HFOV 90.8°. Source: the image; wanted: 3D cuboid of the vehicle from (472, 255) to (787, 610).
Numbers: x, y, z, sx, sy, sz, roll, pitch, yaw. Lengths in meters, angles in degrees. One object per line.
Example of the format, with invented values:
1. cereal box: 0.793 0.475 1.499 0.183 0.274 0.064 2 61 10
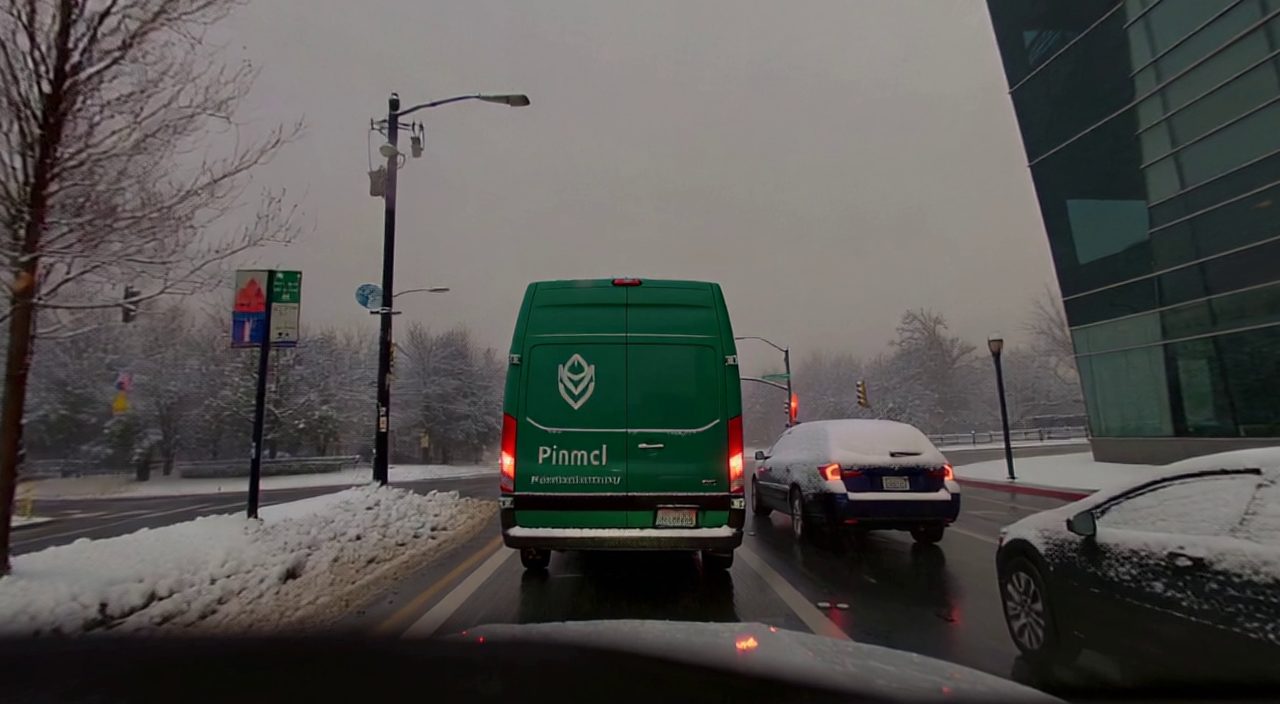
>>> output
1. vehicle: -0.040 1.177 9.095 2.613 3.035 7.342 0 -8 1

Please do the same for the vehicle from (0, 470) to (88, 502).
1. vehicle: -31.435 6.765 32.001 4.888 1.481 1.873 1 -9 -8

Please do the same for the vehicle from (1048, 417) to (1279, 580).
1. vehicle: 7.531 1.582 7.013 1.963 1.669 4.678 3 -9 -20

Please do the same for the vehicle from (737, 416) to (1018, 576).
1. vehicle: 2.878 1.863 9.037 2.183 1.676 4.506 0 -8 -1
